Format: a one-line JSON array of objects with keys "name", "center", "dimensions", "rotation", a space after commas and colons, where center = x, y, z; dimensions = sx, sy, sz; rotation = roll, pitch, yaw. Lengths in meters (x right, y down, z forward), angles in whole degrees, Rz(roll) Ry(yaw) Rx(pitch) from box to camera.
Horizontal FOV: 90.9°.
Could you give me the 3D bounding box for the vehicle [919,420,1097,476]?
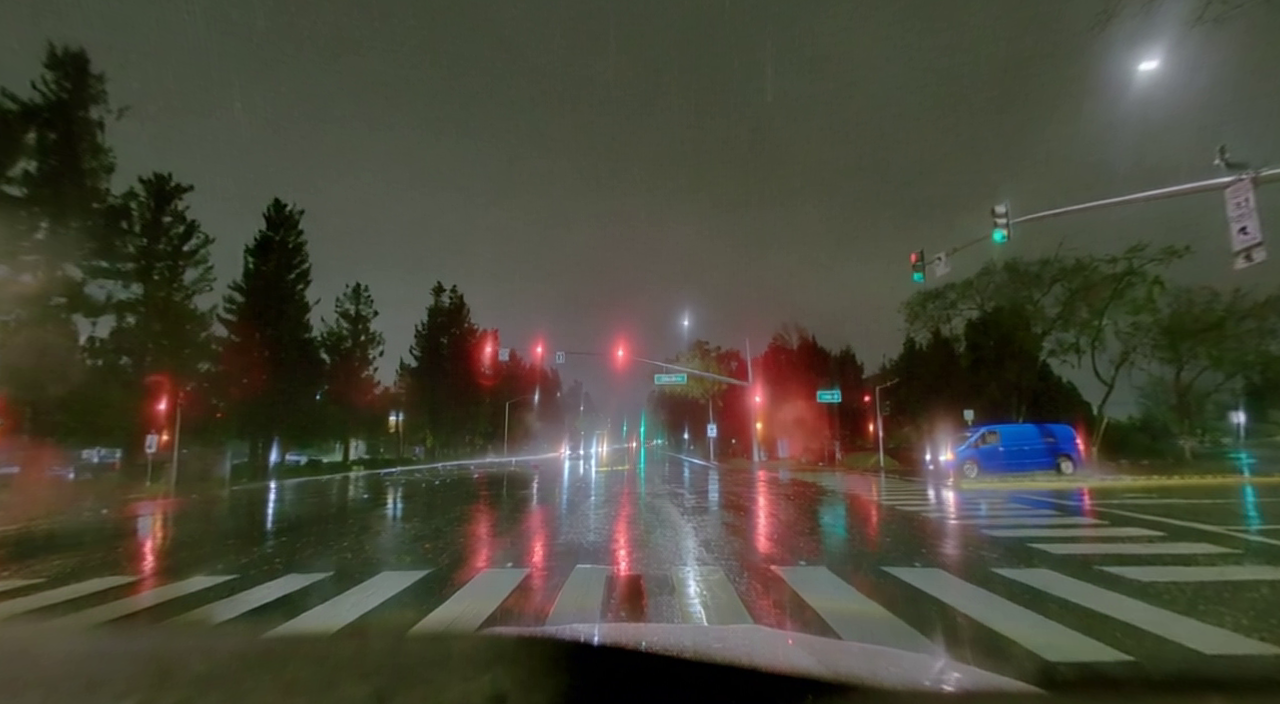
[{"name": "vehicle", "center": [12.421, 3.271, 21.517], "dimensions": [4.790, 1.798, 1.909], "rotation": [0, -8, 1]}]
